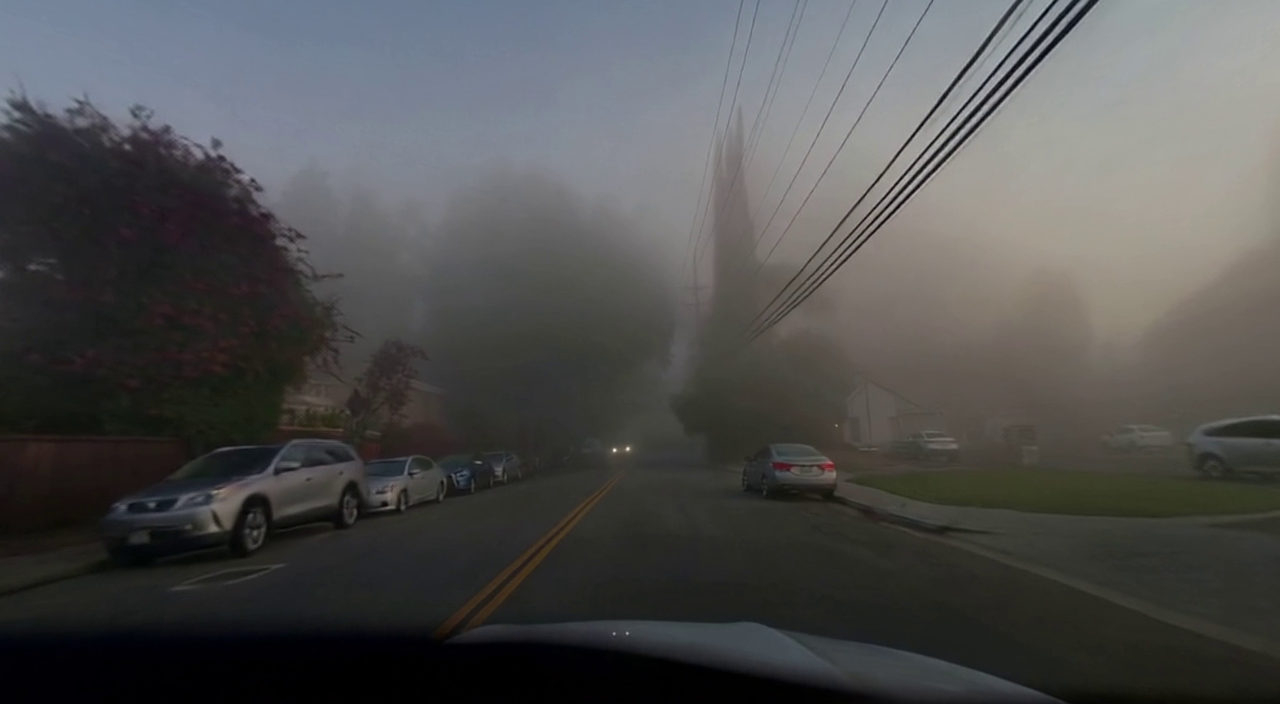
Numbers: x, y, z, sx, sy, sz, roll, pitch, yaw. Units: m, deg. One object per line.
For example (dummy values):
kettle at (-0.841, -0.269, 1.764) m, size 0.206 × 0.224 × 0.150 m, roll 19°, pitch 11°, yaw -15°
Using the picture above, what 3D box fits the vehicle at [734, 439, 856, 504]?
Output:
vehicle at (3.991, 3.159, 17.227) m, size 2.108 × 1.493 × 4.878 m, roll 0°, pitch -9°, yaw 0°

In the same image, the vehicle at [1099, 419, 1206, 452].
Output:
vehicle at (24.614, 4.077, 30.604) m, size 1.796 × 1.471 × 4.679 m, roll -1°, pitch -9°, yaw 8°

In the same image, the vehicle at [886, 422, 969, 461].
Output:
vehicle at (13.764, 4.373, 30.611) m, size 2.039 × 1.712 × 4.766 m, roll -1°, pitch -9°, yaw 4°

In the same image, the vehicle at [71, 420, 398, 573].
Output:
vehicle at (-6.171, 2.230, 10.663) m, size 2.192 × 1.873 × 4.985 m, roll -2°, pitch -9°, yaw 0°

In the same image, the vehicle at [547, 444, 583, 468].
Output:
vehicle at (-5.543, 7.769, 47.280) m, size 2.055 × 1.666 × 4.168 m, roll -2°, pitch -9°, yaw 2°
